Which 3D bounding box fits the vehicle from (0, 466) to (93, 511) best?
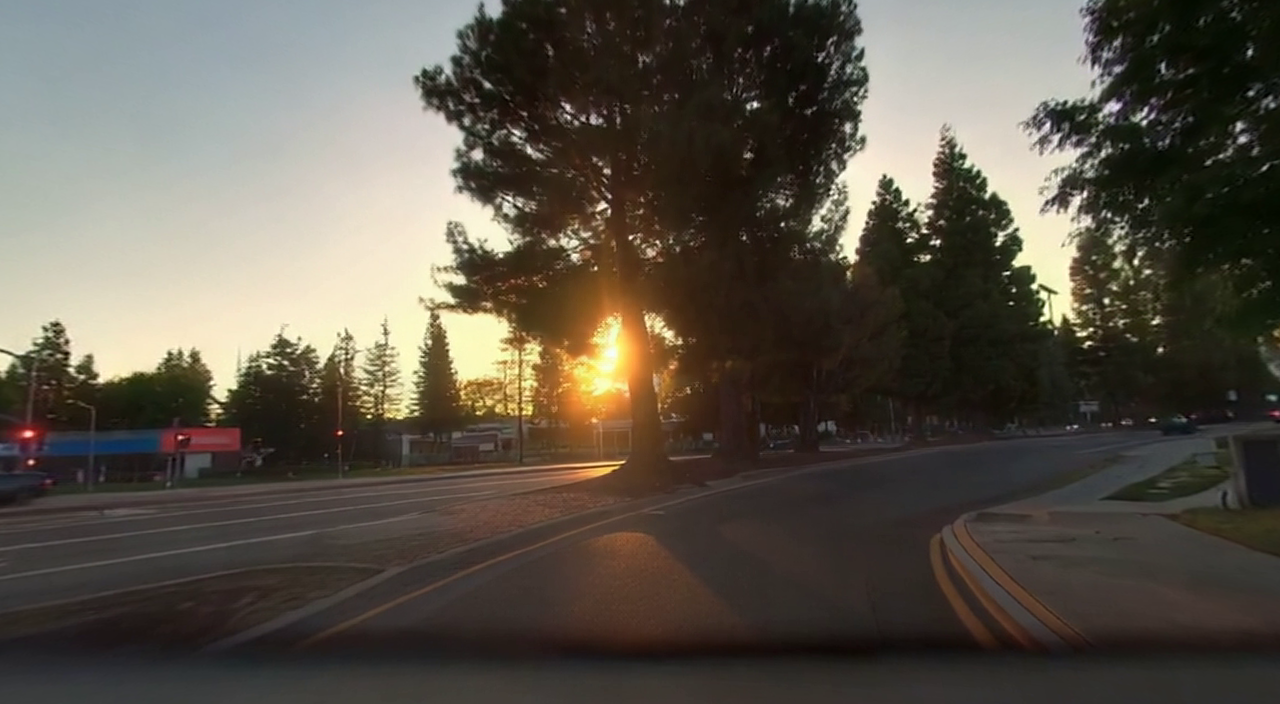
[{"bbox_3d":[-22.606,4.829,22.220,1.811,1.444,4.527,-7,-10,36],"label":"vehicle"}]
